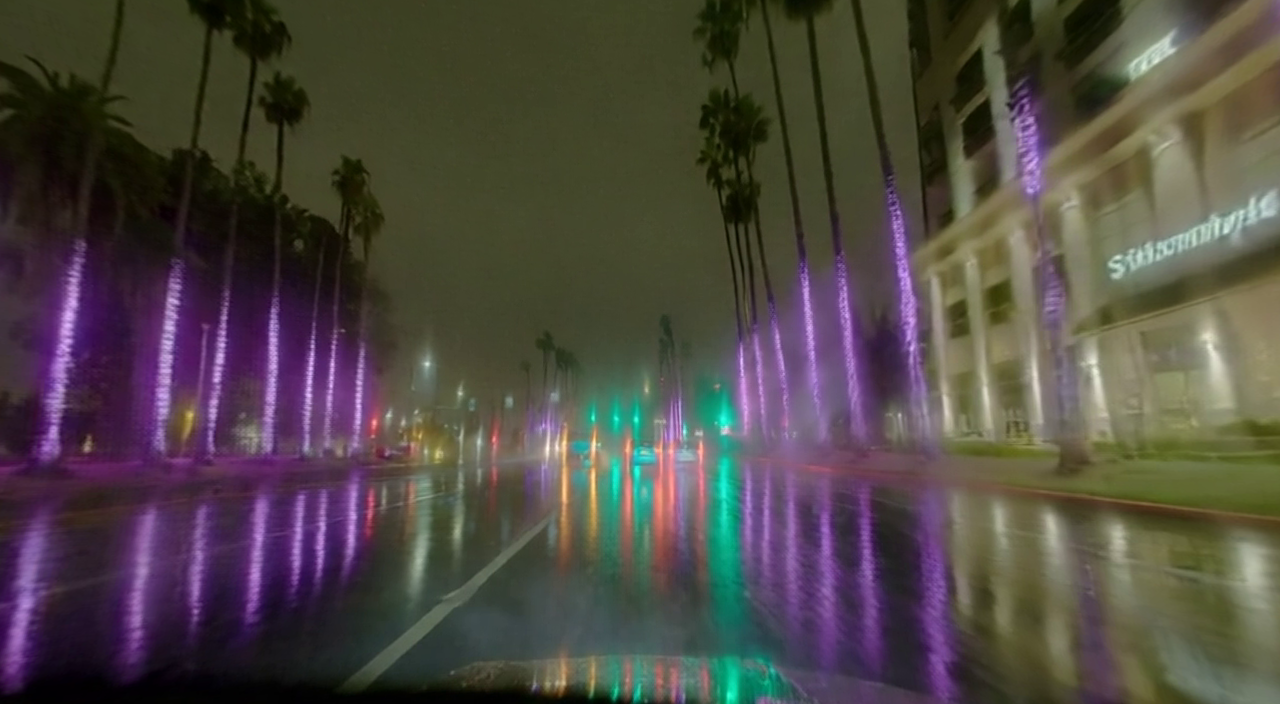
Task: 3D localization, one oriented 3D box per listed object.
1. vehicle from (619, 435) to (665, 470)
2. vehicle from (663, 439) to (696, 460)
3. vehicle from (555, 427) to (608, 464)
[{"bbox_3d":[0.060,5.025,31.834,2.160,1.615,4.117,0,-9,-1],"label":"vehicle"},{"bbox_3d":[2.914,7.359,47.830,2.085,1.482,4.491,0,-9,-2],"label":"vehicle"},{"bbox_3d":[-3.411,5.703,38.429,2.672,2.064,5.681,0,-9,0],"label":"vehicle"}]
